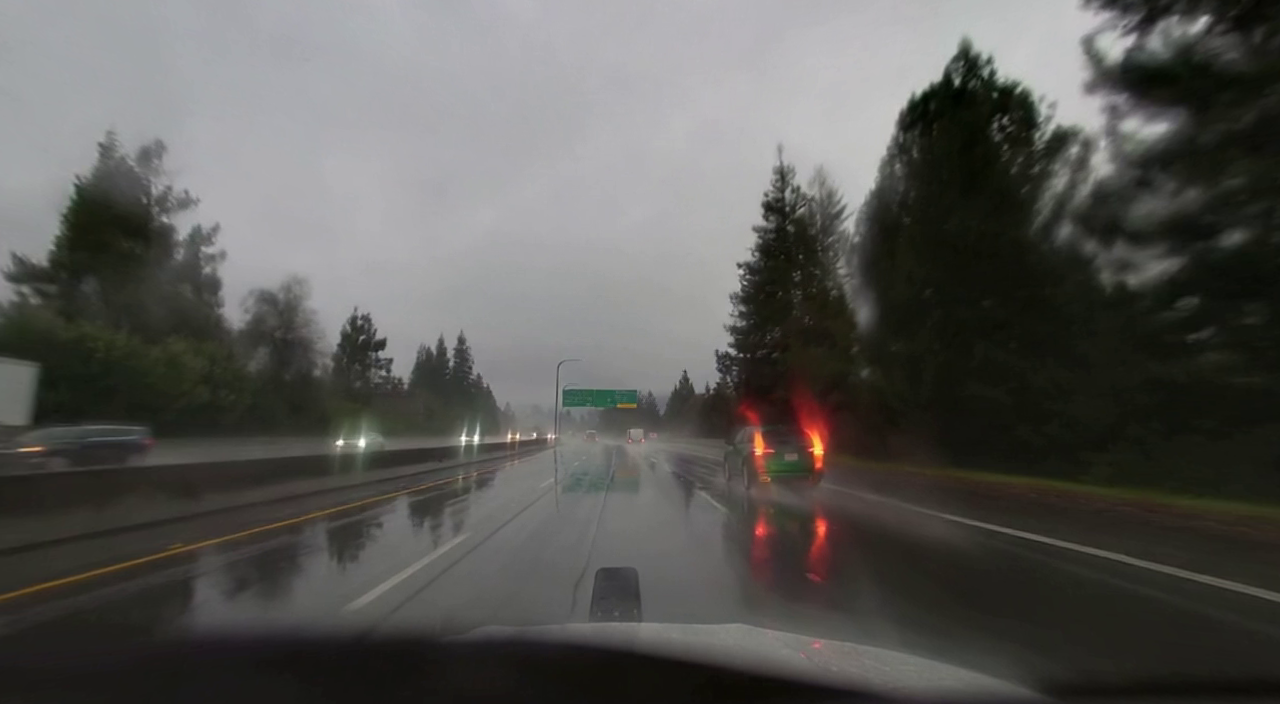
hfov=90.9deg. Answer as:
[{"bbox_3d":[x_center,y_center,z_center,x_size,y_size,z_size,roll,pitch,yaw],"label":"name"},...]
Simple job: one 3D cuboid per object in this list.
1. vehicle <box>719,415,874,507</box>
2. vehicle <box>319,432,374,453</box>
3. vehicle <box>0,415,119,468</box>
[{"bbox_3d":[3.126,2.286,13.668,2.107,1.642,4.331,0,-8,-2],"label":"vehicle"},{"bbox_3d":[-21.488,6.648,46.268,1.908,1.466,4.672,0,-8,-2],"label":"vehicle"},{"bbox_3d":[-20.138,2.980,20.926,1.880,1.575,4.514,0,-8,-2],"label":"vehicle"}]
